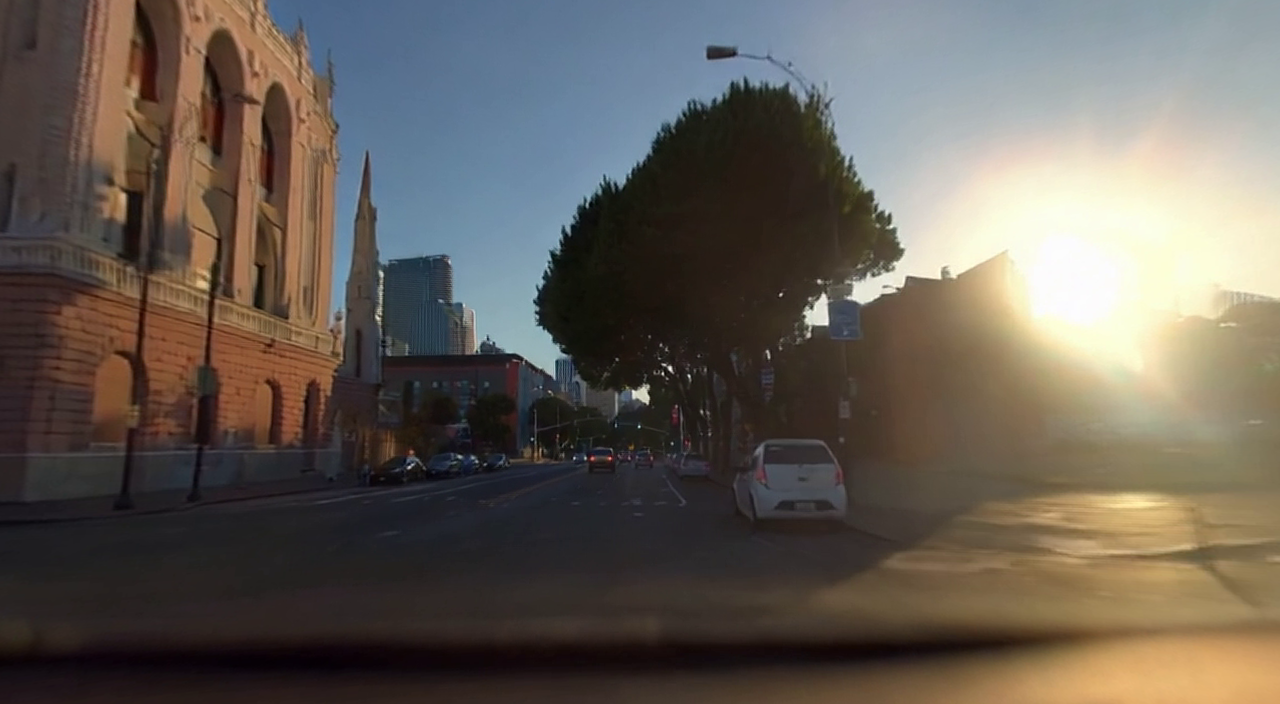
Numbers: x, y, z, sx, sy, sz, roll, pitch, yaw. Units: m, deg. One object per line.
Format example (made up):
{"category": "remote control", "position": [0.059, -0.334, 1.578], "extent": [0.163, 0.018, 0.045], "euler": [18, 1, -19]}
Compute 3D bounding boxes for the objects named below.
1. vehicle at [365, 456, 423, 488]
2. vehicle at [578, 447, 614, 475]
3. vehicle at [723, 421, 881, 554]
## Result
{"category": "vehicle", "position": [-15.271, 7.446, 39.442], "extent": [1.978, 1.819, 4.477], "euler": [0, -10, -2]}
{"category": "vehicle", "position": [-3.257, 8.214, 47.725], "extent": [2.293, 1.936, 4.737], "euler": [1, -9, 1]}
{"category": "vehicle", "position": [3.004, 2.620, 12.915], "extent": [2.074, 2.041, 5.045], "euler": [3, -9, 2]}
